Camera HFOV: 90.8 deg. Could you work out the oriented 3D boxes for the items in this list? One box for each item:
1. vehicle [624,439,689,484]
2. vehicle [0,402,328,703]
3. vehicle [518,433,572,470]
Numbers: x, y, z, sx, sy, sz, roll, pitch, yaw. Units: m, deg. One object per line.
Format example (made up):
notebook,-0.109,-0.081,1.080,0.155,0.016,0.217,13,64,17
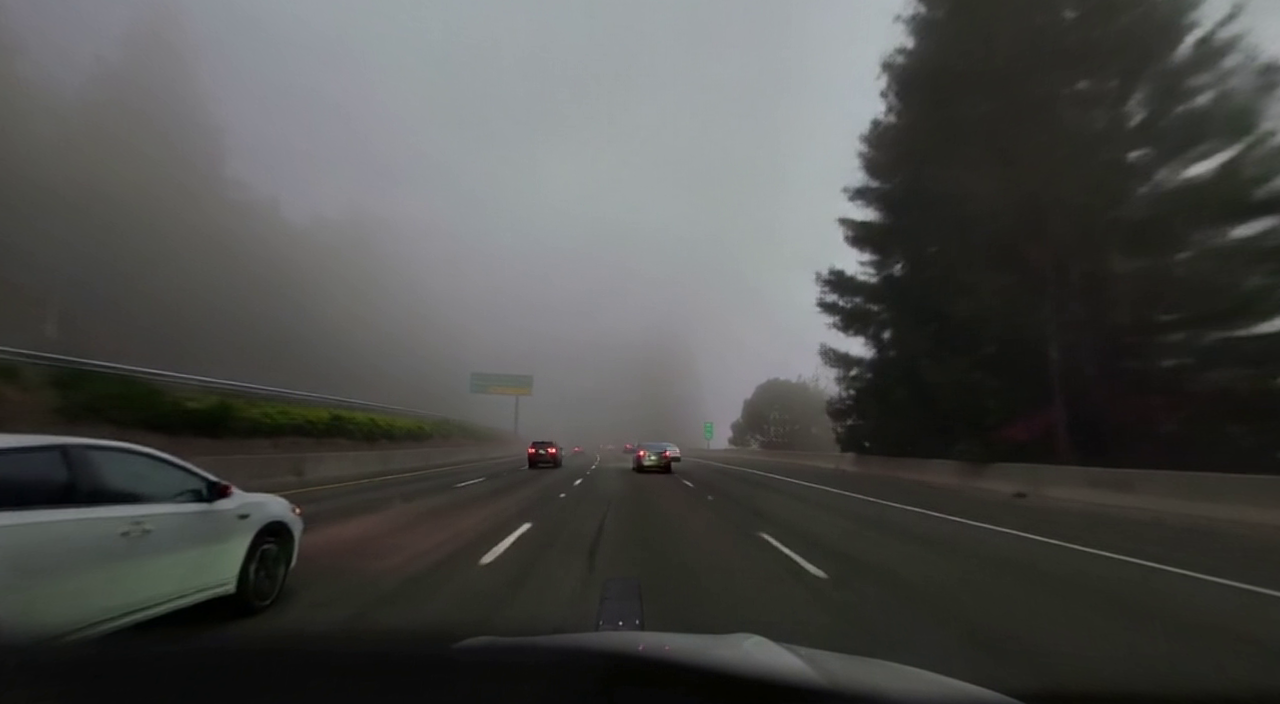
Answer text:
vehicle,0.485,3.914,22.849,1.947,1.437,4.345,0,-9,-4
vehicle,-3.855,1.029,3.149,2.049,1.482,4.981,0,-9,0
vehicle,-4.803,5.125,32.558,2.244,1.755,4.417,0,-9,-2
